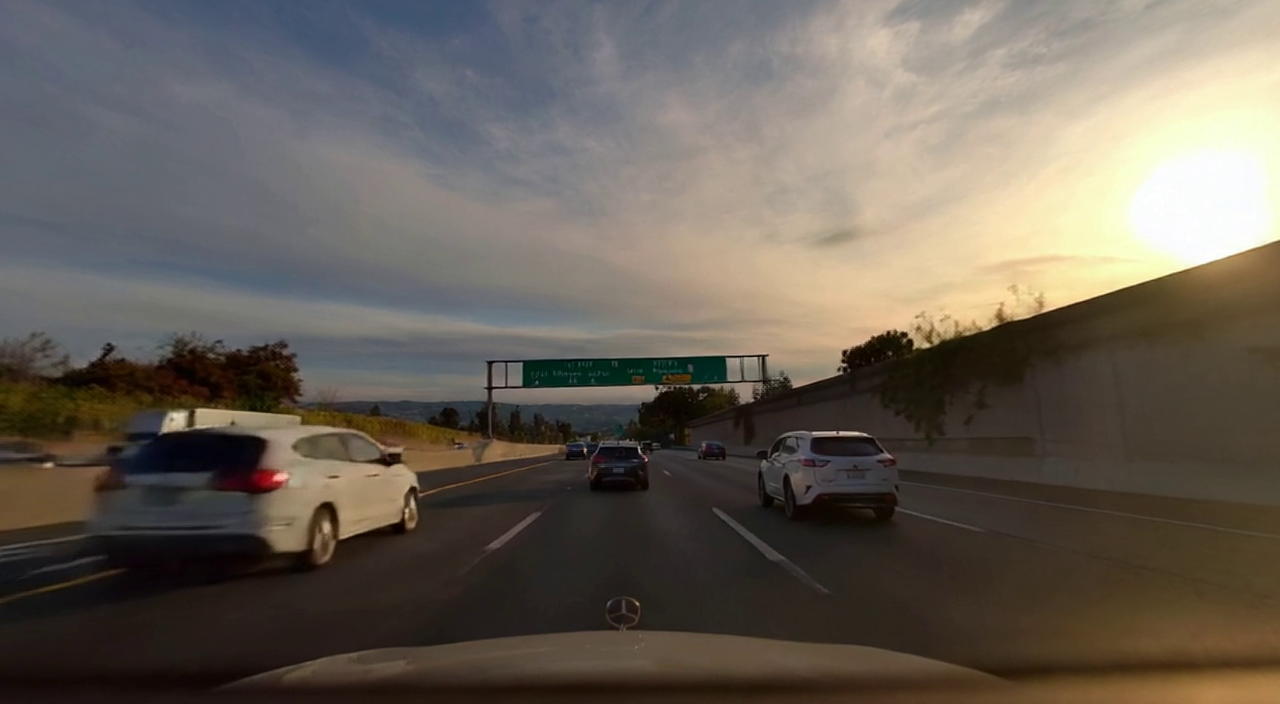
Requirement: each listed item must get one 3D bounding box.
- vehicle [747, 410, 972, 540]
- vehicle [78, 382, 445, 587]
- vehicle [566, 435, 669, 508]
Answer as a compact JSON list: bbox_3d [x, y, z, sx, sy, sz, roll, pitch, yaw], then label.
[{"bbox_3d":[3.466,2.060,11.217,2.162,1.800,4.693,0,-8,-2],"label":"vehicle"},{"bbox_3d":[-4.380,1.621,8.540,1.983,1.948,4.822,0,-8,-1],"label":"vehicle"},{"bbox_3d":[-0.514,2.740,14.956,2.098,1.475,3.997,0,-8,-2],"label":"vehicle"}]
